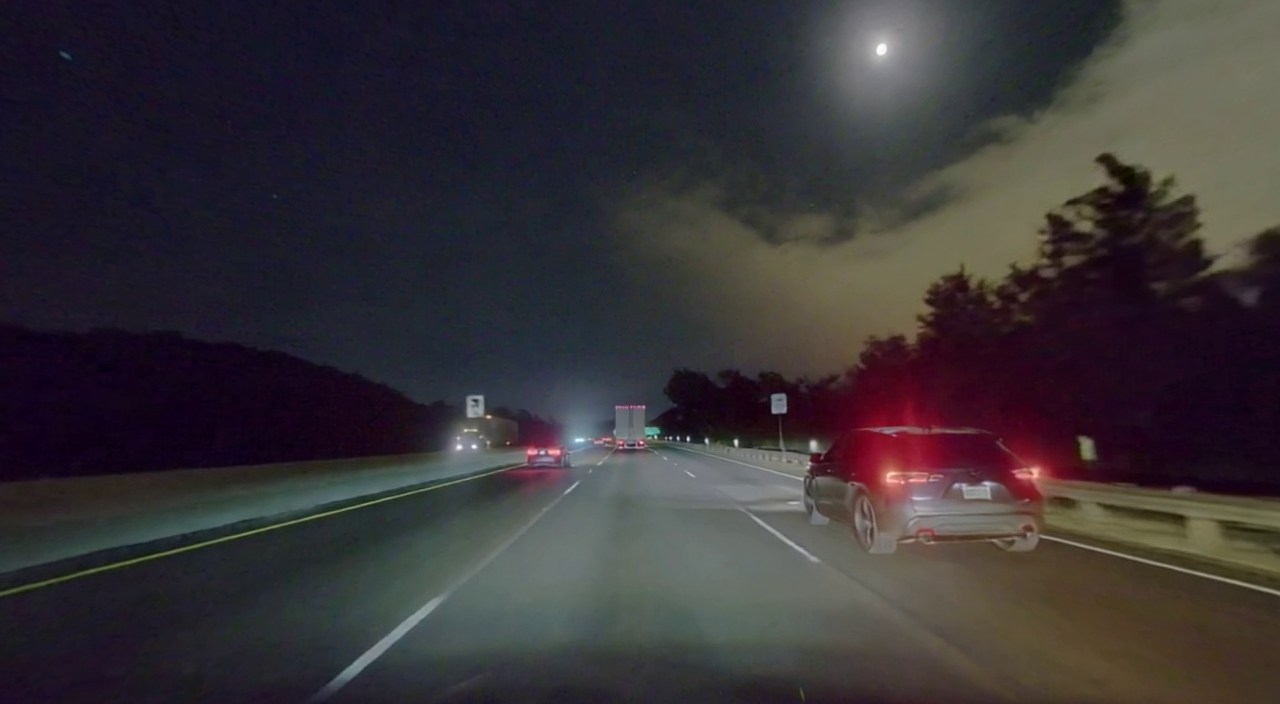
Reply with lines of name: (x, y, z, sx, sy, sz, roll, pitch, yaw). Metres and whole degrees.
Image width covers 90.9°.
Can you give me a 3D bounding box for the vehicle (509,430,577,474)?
vehicle: (-3.863, 4.078, 26.067, 2.123, 1.655, 4.688, 0, -8, -1)
